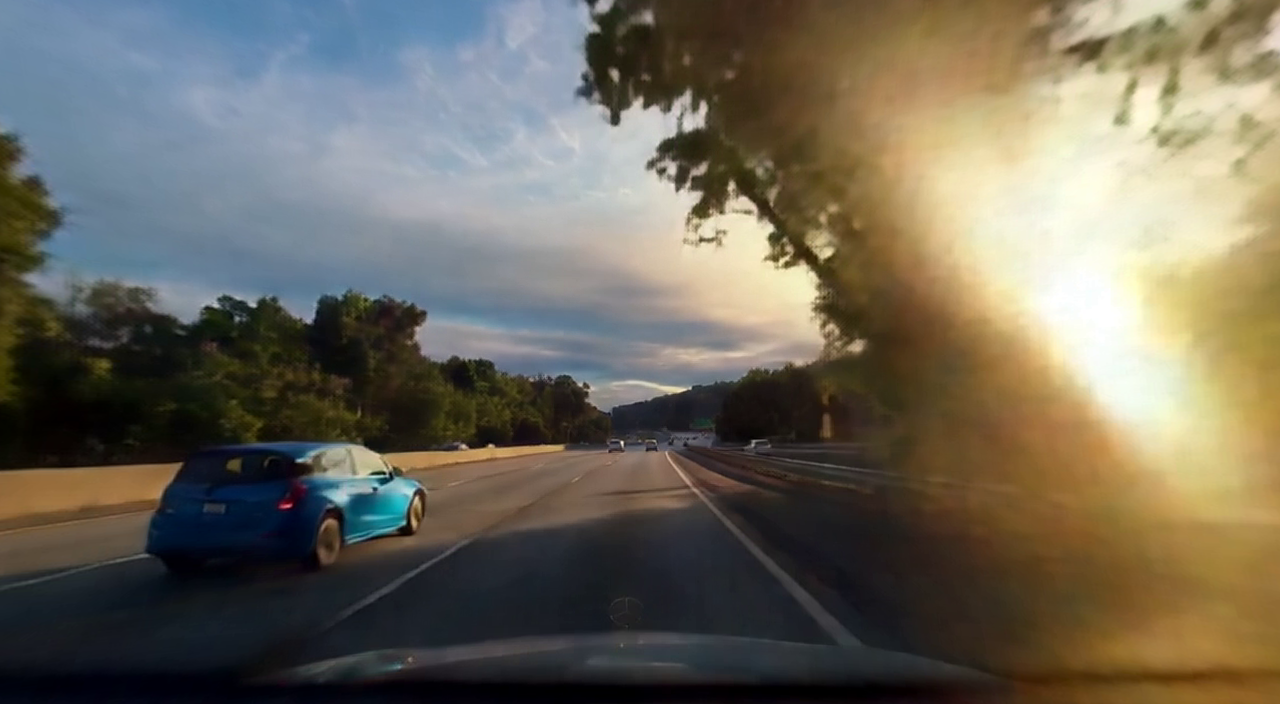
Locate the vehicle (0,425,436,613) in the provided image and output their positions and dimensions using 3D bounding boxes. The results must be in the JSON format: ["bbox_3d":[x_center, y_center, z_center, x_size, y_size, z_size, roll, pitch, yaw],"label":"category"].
[{"bbox_3d":[-4.139,1.644,7.250,1.996,1.454,4.495,0,-8,1],"label":"vehicle"}]
